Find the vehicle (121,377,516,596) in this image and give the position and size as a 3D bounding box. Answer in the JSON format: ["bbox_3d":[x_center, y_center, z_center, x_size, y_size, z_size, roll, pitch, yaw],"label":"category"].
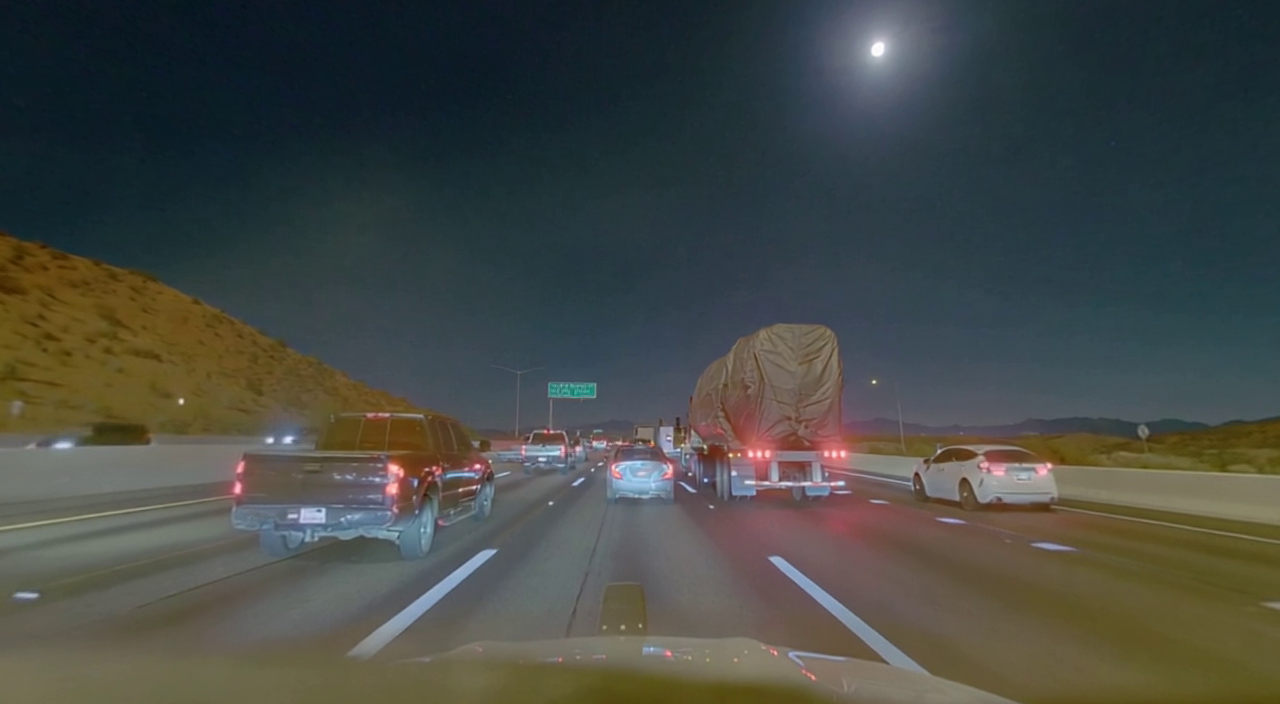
[{"bbox_3d":[-3.334,1.557,8.256,2.318,1.902,5.374,0,-8,0],"label":"vehicle"}]

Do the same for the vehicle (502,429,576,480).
[{"bbox_3d":[-3.895,4.063,25.302,2.348,1.821,5.061,0,-8,-2],"label":"vehicle"}]

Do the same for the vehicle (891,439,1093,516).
[{"bbox_3d":[7.743,2.762,14.480,2.092,1.495,4.194,0,-8,-2],"label":"vehicle"}]

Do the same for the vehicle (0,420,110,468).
[{"bbox_3d":[-22.124,3.322,22.687,1.953,1.555,4.995,0,-8,-3],"label":"vehicle"}]

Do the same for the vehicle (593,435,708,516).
[{"bbox_3d":[0.144,2.573,13.645,2.105,1.471,3.978,0,-8,-2],"label":"vehicle"}]

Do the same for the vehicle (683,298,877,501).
[{"bbox_3d":[3.170,1.698,18.186,2.759,4.098,10.906,0,-8,-2],"label":"vehicle"}]
